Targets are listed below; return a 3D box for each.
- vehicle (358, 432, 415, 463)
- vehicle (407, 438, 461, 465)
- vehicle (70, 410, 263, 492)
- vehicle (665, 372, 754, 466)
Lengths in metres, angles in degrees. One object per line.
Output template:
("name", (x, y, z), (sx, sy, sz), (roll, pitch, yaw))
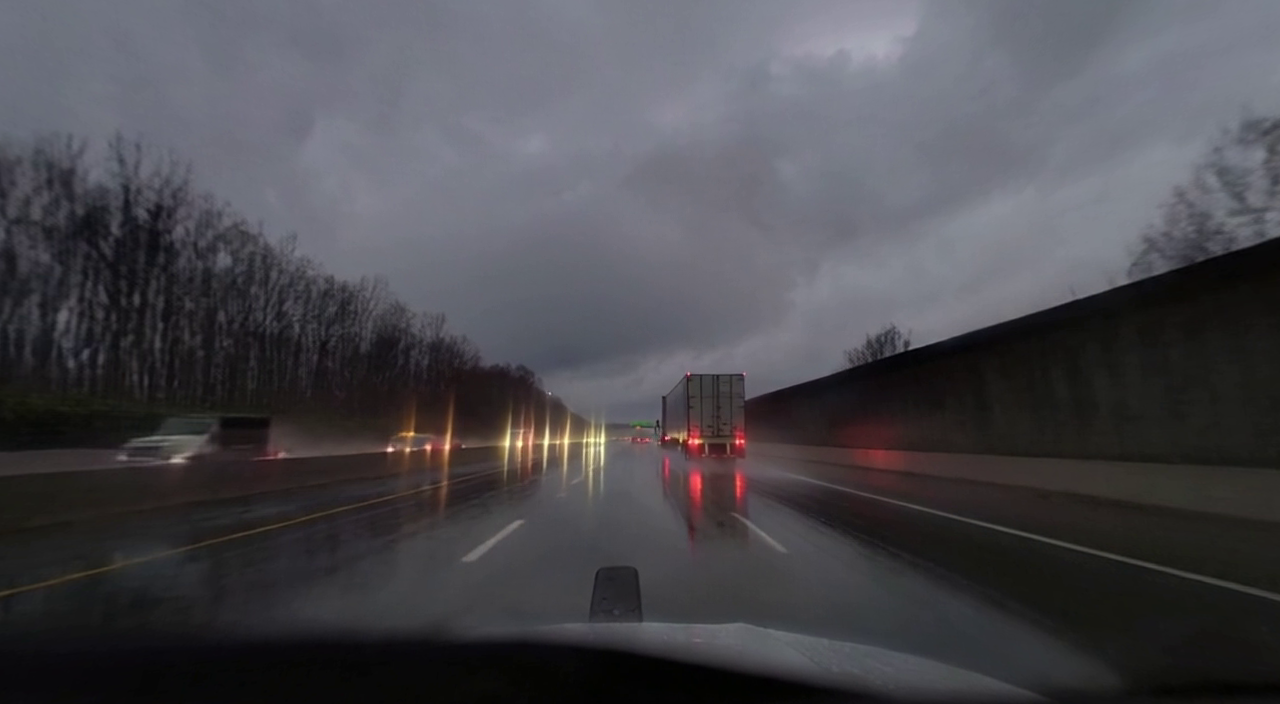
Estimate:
("vehicle", (-19.824, 7.462, 49.412), (2.313, 2.319, 5.079), (0, -8, 0))
("vehicle", (-12.410, 5.980, 38.136), (1.838, 1.534, 4.240), (0, -8, -1))
("vehicle", (-15.922, 3.343, 21.723), (2.353, 2.443, 5.476), (0, -8, 0))
("vehicle", (3.407, 4.009, 35.893), (2.979, 4.161, 15.508), (0, -8, -1))
